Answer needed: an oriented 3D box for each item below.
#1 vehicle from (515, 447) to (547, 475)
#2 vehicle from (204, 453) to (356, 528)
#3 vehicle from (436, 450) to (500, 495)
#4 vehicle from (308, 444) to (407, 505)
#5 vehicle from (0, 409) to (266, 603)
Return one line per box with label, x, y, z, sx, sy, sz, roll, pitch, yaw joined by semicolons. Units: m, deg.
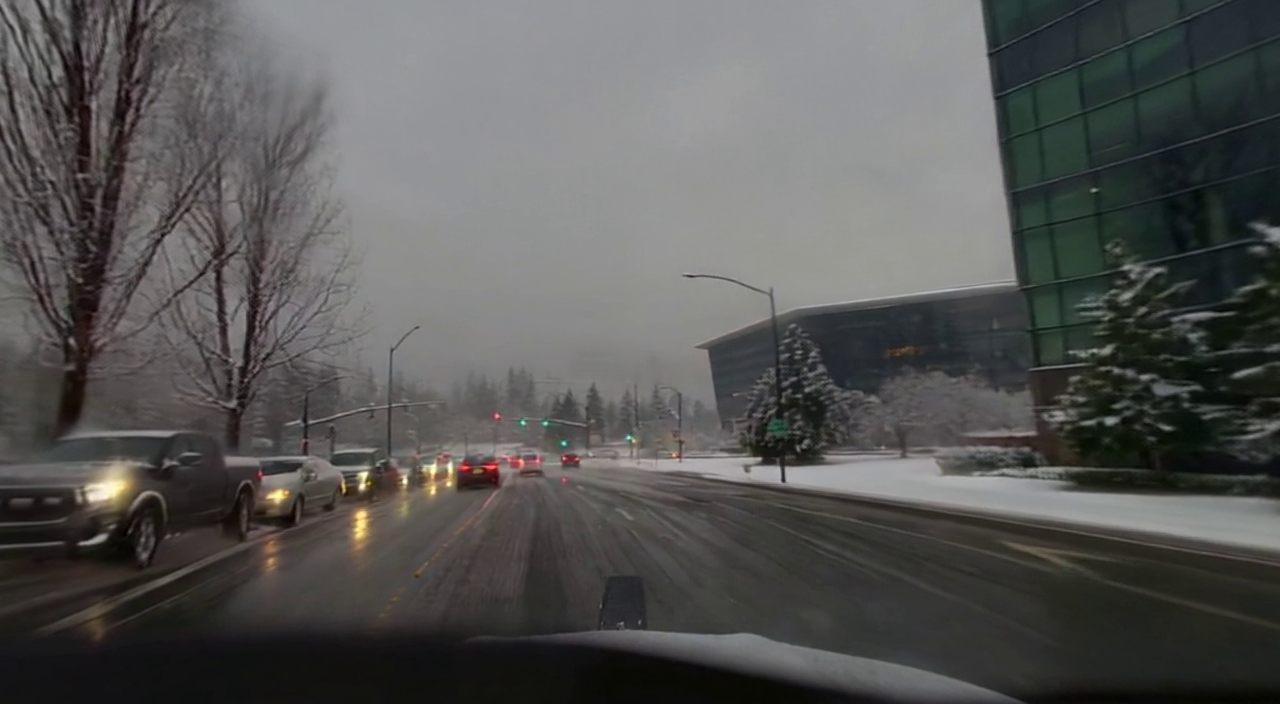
vehicle;-7.917;7.853;45.429;2.102;1.815;4.716;1;-8;-10
vehicle;-8.981;3.413;16.216;1.868;1.514;4.870;2;-8;-11
vehicle;-6.927;4.742;25.219;2.205;1.537;4.895;2;-9;-16
vehicle;-9.928;4.262;22.479;2.142;1.834;4.588;-2;-8;-10
vehicle;-7.433;1.986;9.113;2.142;2.061;4.750;2;-9;-15
